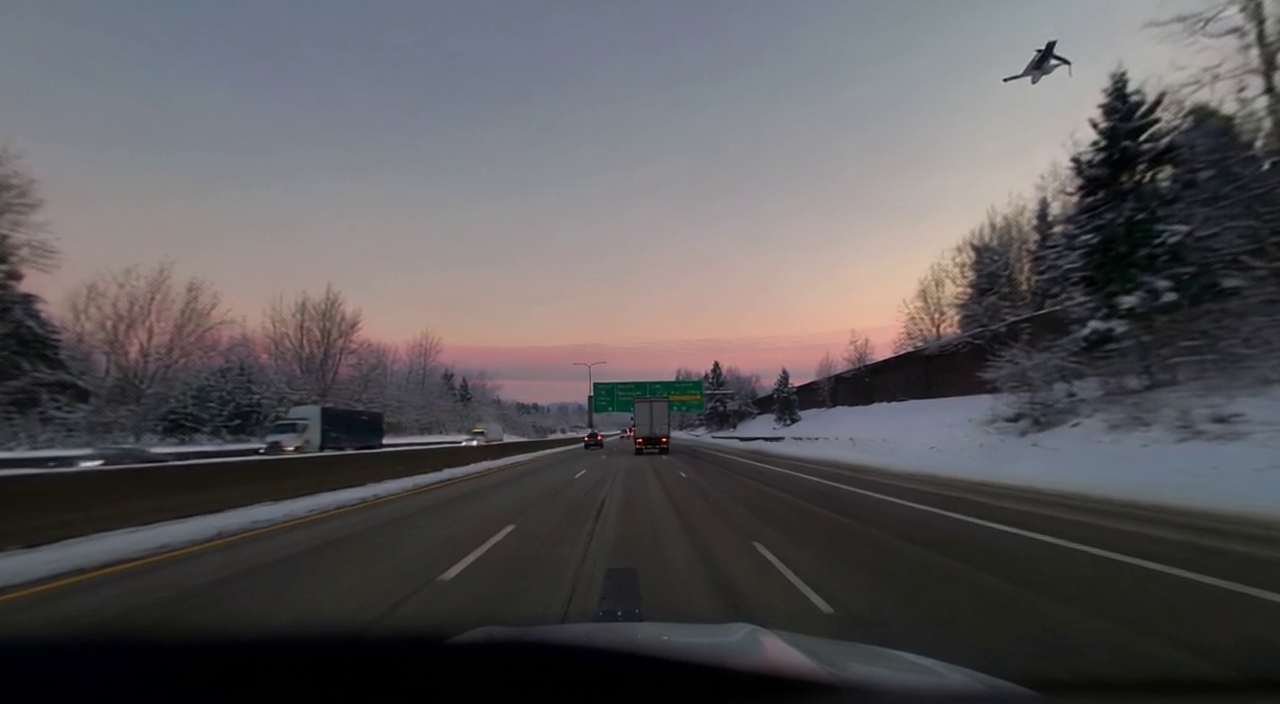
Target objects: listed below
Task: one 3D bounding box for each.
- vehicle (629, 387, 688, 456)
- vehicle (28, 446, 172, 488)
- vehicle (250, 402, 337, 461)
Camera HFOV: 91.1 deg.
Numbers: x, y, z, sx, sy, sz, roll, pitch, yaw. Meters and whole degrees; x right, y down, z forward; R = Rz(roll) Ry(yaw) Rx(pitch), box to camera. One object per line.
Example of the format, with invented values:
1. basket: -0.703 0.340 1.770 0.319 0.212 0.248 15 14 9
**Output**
1. vehicle: 0.913 5.106 44.543 2.965 3.972 16.689 0 -8 -3
2. vehicle: -22.001 4.661 25.916 1.849 1.473 4.642 0 -7 0
3. vehicle: -25.974 6.031 47.512 2.950 4.128 6.211 0 -7 0
